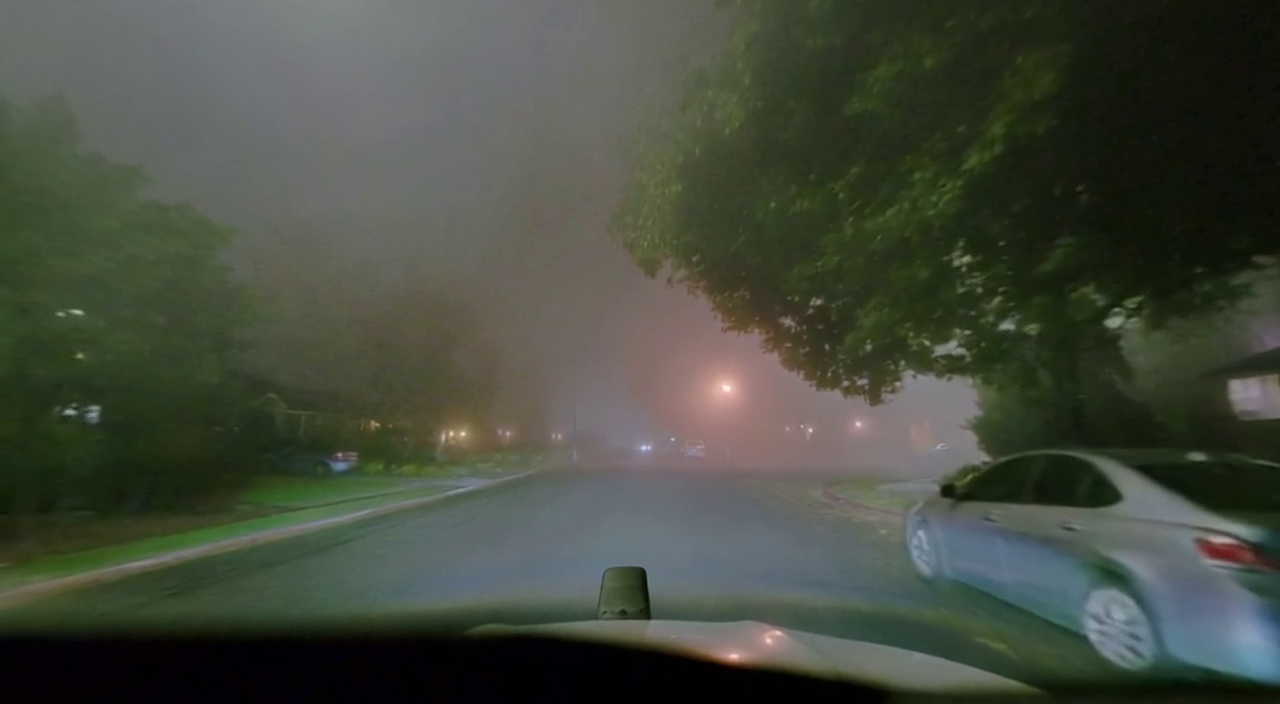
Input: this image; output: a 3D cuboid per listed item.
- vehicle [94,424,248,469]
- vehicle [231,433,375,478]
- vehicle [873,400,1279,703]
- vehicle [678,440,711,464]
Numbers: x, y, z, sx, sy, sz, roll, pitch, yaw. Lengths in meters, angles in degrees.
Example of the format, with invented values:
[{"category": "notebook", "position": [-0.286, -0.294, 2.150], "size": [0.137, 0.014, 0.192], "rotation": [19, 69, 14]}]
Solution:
[{"category": "vehicle", "position": [-18.458, 3.751, 24.971], "size": [4.530, 1.678, 1.994], "rotation": [-1, -8, 2]}, {"category": "vehicle", "position": [-13.191, 4.076, 24.909], "size": [4.543, 1.691, 1.957], "rotation": [0, -9, 0]}, {"category": "vehicle", "position": [3.663, 1.295, 4.673], "size": [1.928, 1.567, 4.900], "rotation": [0, -9, -1]}, {"category": "vehicle", "position": [4.130, 7.668, 48.383], "size": [2.046, 1.760, 4.570], "rotation": [0, -9, -1]}]
